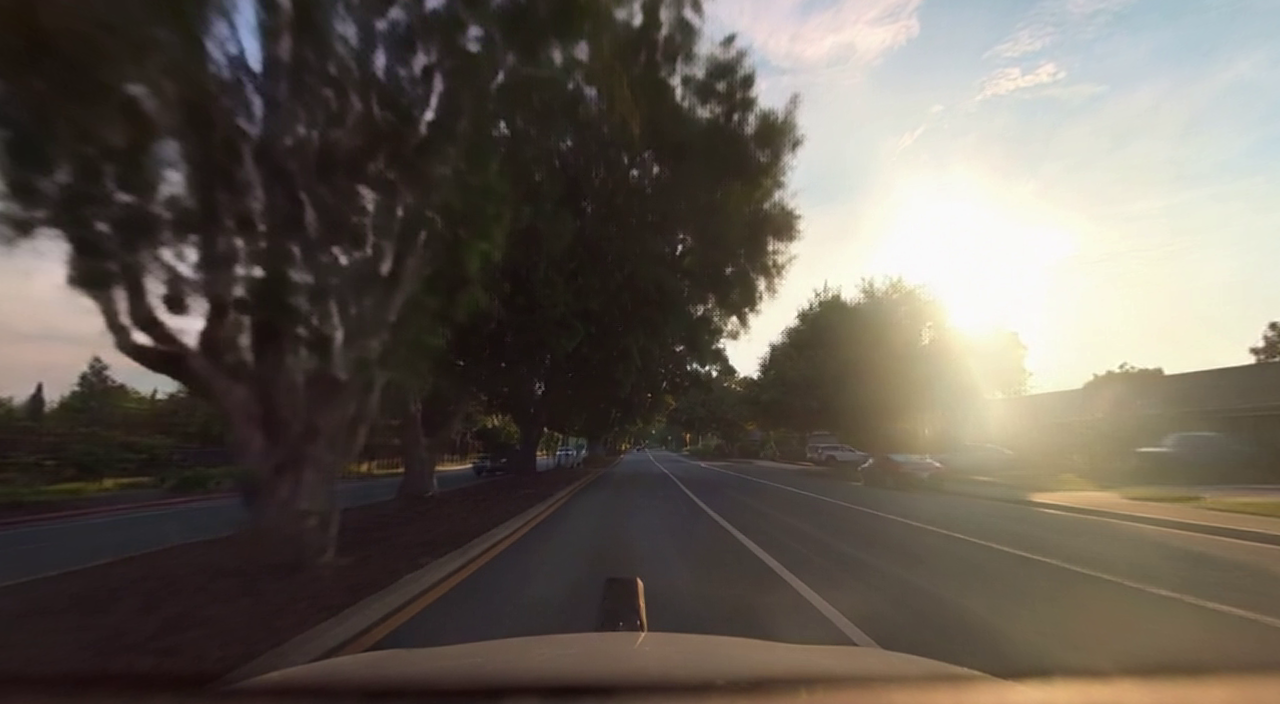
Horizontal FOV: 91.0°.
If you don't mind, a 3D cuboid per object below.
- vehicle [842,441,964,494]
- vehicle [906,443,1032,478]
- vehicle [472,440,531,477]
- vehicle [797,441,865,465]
[{"bbox_3d":[8.352,3.693,20.511,1.940,1.516,4.319,0,-9,-3],"label":"vehicle"},{"bbox_3d":[15.122,4.994,29.135,4.644,1.542,2.095,0,-9,1],"label":"vehicle"},{"bbox_3d":[-7.420,5.730,34.163,2.019,1.819,4.897,0,-9,1],"label":"vehicle"},{"bbox_3d":[14.144,7.466,46.704,4.386,1.711,1.929,0,-9,-1],"label":"vehicle"}]
